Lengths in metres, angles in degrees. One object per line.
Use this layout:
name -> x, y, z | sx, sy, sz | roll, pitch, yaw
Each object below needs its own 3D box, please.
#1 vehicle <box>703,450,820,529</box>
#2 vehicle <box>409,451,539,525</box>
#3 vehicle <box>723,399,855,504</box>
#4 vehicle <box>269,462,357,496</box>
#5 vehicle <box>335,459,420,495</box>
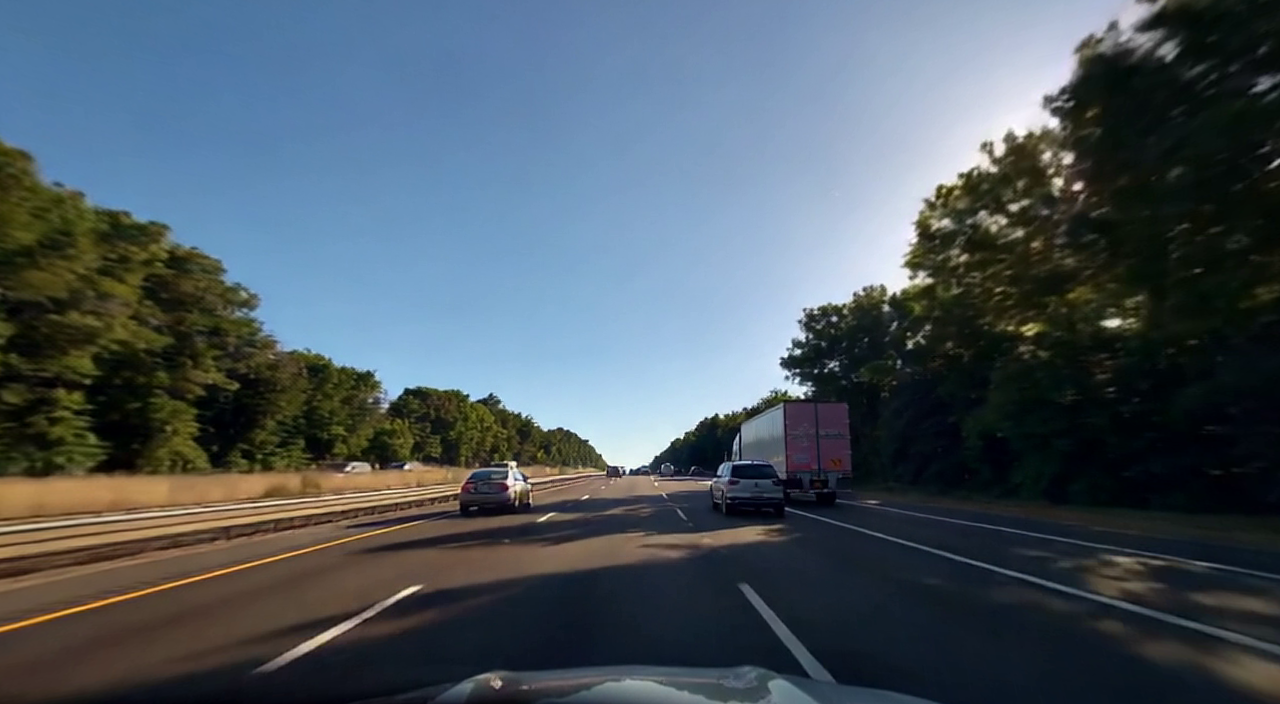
vehicle -> 2.919, 3.468, 16.261 | 2.050, 1.708, 4.457 | 1, -10, -1
vehicle -> -3.895, 3.300, 15.606 | 2.025, 1.547, 4.150 | 1, -10, 1
vehicle -> 7.089, 5.521, 33.792 | 2.883, 4.151, 17.144 | 1, -10, 0
vehicle -> -15.599, 6.084, 30.264 | 1.832, 1.455, 4.420 | 1, -10, 0
vehicle -> -11.872, 5.669, 28.740 | 1.897, 1.459, 4.503 | 1, -10, 0
